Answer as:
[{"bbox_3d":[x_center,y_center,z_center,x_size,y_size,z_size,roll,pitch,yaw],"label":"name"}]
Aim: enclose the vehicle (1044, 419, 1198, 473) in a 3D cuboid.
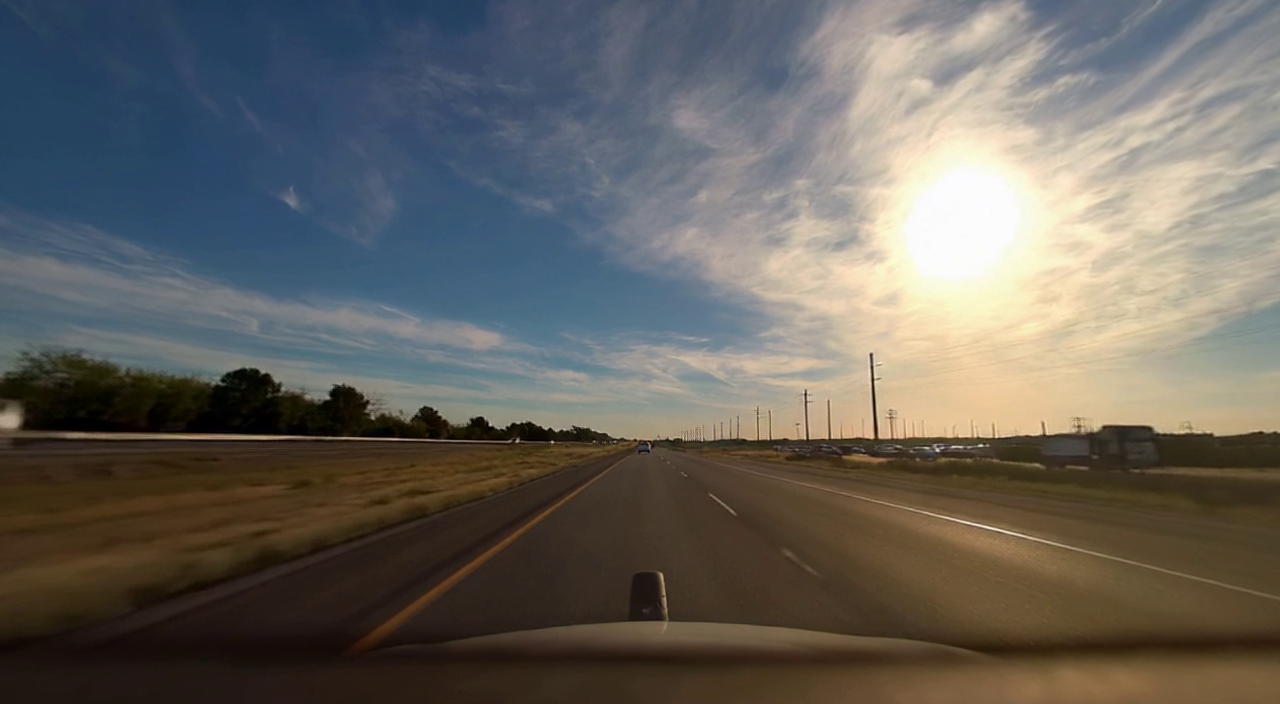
[{"bbox_3d":[33.064,6.572,44.011,3.584,3.354,8.206,0,-9,-6],"label":"vehicle"}]
